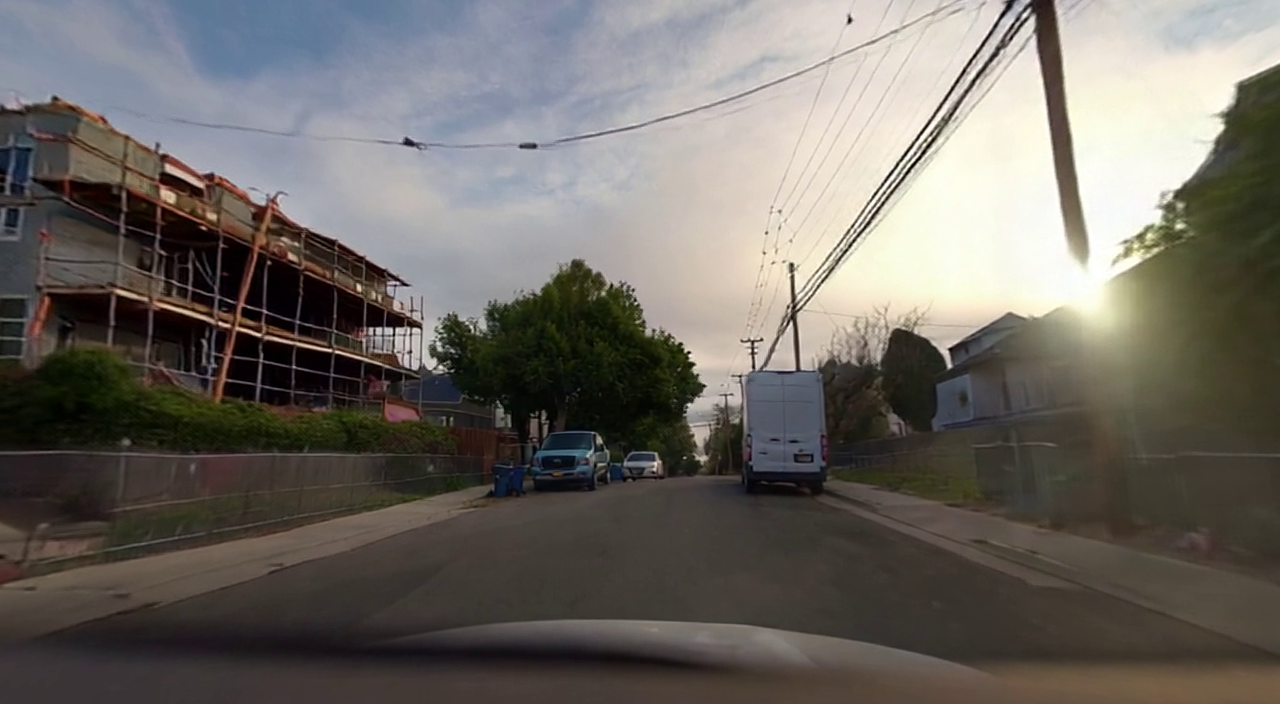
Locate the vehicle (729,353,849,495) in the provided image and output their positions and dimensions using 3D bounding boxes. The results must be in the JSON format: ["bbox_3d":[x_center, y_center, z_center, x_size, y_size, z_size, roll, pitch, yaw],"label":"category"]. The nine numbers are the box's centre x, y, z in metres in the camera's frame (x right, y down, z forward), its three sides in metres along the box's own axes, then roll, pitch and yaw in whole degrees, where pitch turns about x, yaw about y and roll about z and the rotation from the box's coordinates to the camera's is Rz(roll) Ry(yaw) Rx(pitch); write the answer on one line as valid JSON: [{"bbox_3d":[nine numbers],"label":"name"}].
[{"bbox_3d":[4.704,2.816,21.976,2.915,3.793,9.963,0,-11,7],"label":"vehicle"}]

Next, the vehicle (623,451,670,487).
[{"bbox_3d":[0.470,7.047,38.280,2.257,1.916,5.089,-1,-9,7],"label":"vehicle"}]

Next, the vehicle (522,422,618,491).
[{"bbox_3d":[-2.254,3.497,21.807,2.171,1.910,4.789,-2,-5,8],"label":"vehicle"}]

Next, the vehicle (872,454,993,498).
[{"bbox_3d":[14.968,6.345,32.524,5.321,1.857,1.976,-1,-3,14],"label":"vehicle"}]
